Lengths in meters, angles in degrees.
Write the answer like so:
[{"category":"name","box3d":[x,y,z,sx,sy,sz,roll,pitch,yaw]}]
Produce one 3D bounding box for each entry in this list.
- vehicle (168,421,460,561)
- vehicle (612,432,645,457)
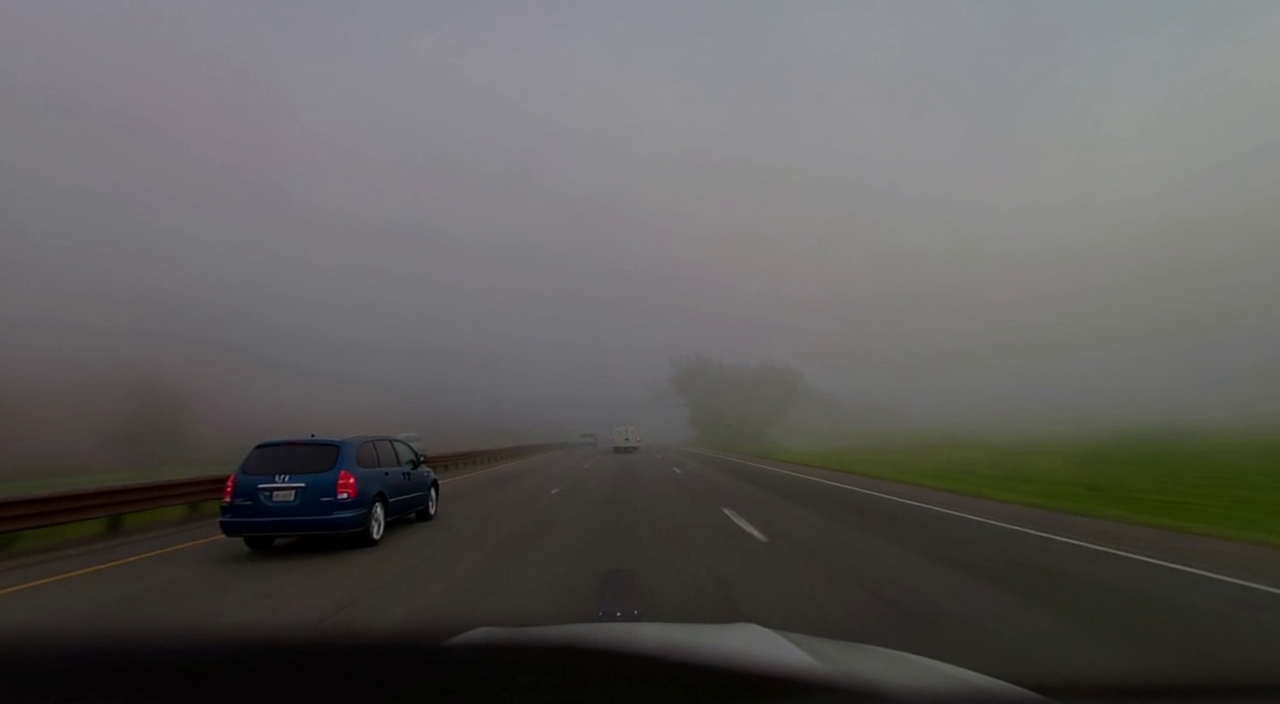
[{"category":"vehicle","box3d":[-4.089,1.767,8.858,1.931,1.483,4.105,0,-8,-1]},{"category":"vehicle","box3d":[-0.787,6.349,43.456,2.162,1.616,4.242,0,-8,0]}]
